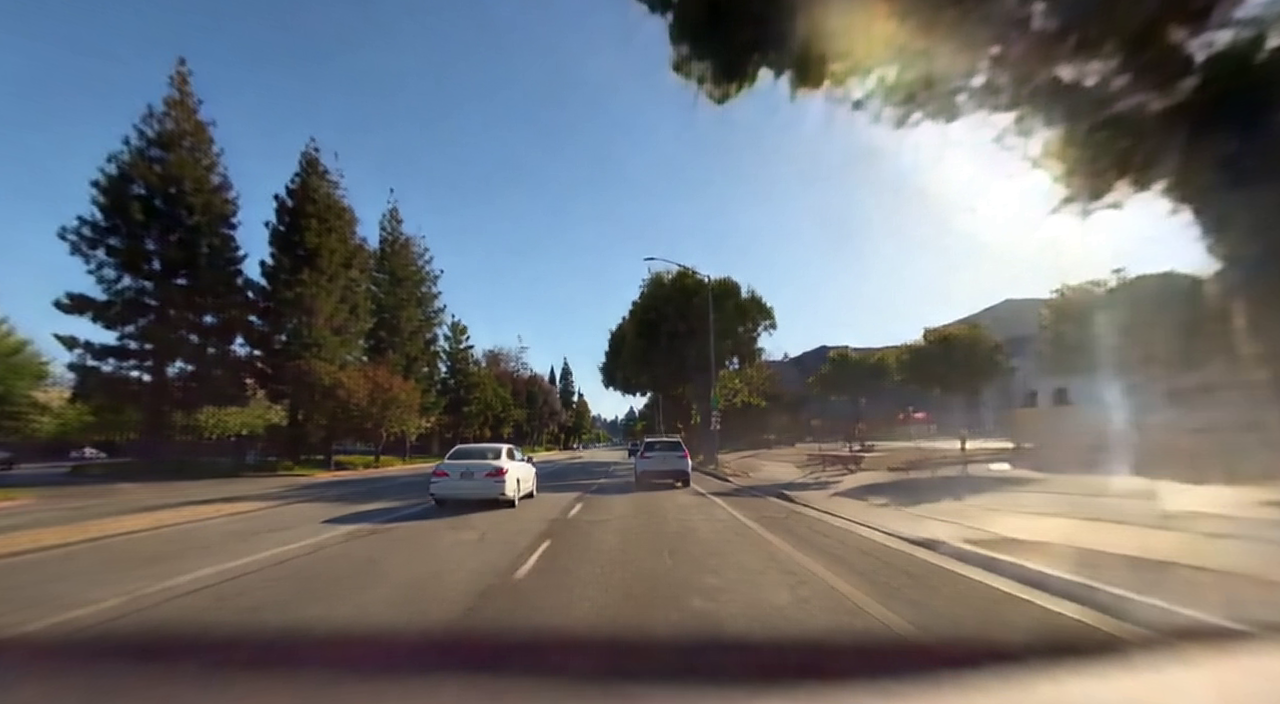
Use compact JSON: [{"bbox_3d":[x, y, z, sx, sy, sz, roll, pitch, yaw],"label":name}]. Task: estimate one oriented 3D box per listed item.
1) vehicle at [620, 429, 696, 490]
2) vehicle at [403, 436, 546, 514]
[{"bbox_3d":[0.458,3.545,21.147,2.215,1.799,4.426,0,-8,-3],"label":"vehicle"},{"bbox_3d":[-3.438,2.625,13.954,2.036,1.447,4.044,0,-8,1],"label":"vehicle"}]
